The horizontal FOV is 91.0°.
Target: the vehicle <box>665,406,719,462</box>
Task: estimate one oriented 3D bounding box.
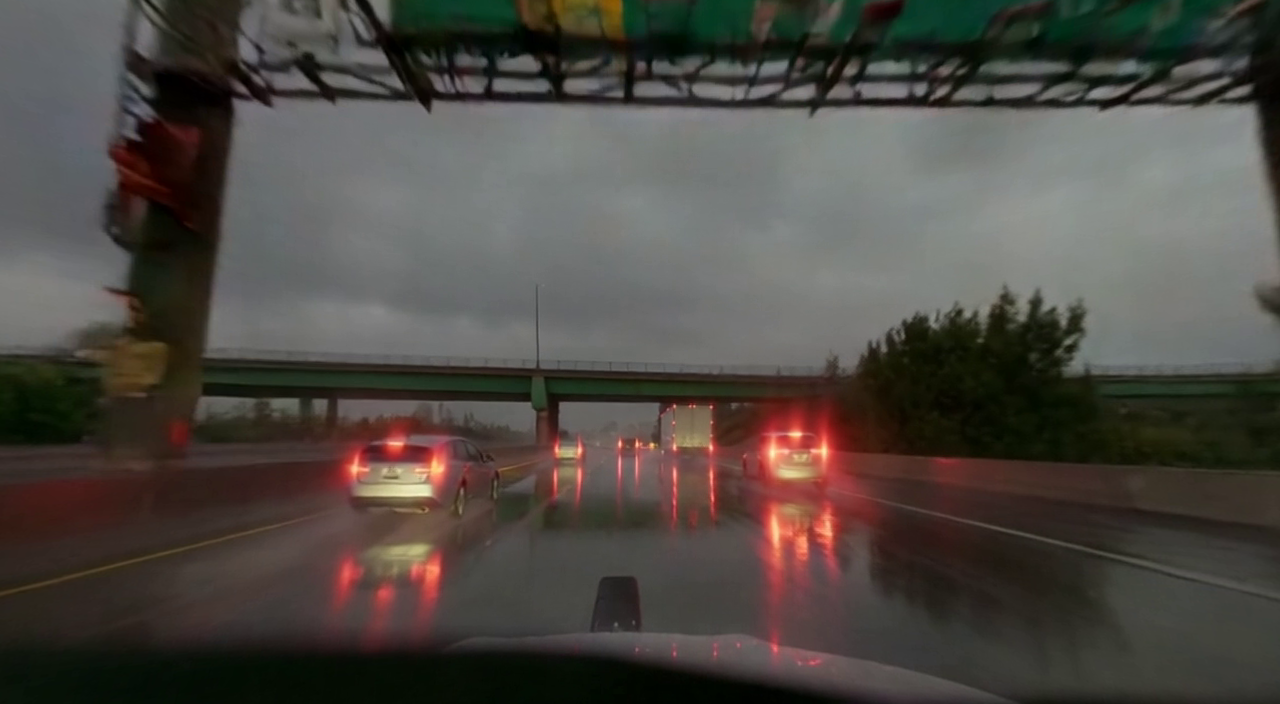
[{"bbox_3d":[3.588,6.076,46.119,2.824,3.585,11.410,-1,-8,-1],"label":"vehicle"}]

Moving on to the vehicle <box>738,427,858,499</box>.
[{"bbox_3d":[3.964,2.842,16.581,2.001,1.625,4.088,0,-8,-1],"label":"vehicle"}]

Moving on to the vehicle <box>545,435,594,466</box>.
[{"bbox_3d":[-3.532,5.043,32.376,2.064,1.479,4.370,0,-8,-1],"label":"vehicle"}]

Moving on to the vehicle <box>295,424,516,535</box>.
[{"bbox_3d":[-3.658,2.075,10.921,2.122,1.486,4.532,0,-8,0],"label":"vehicle"}]
